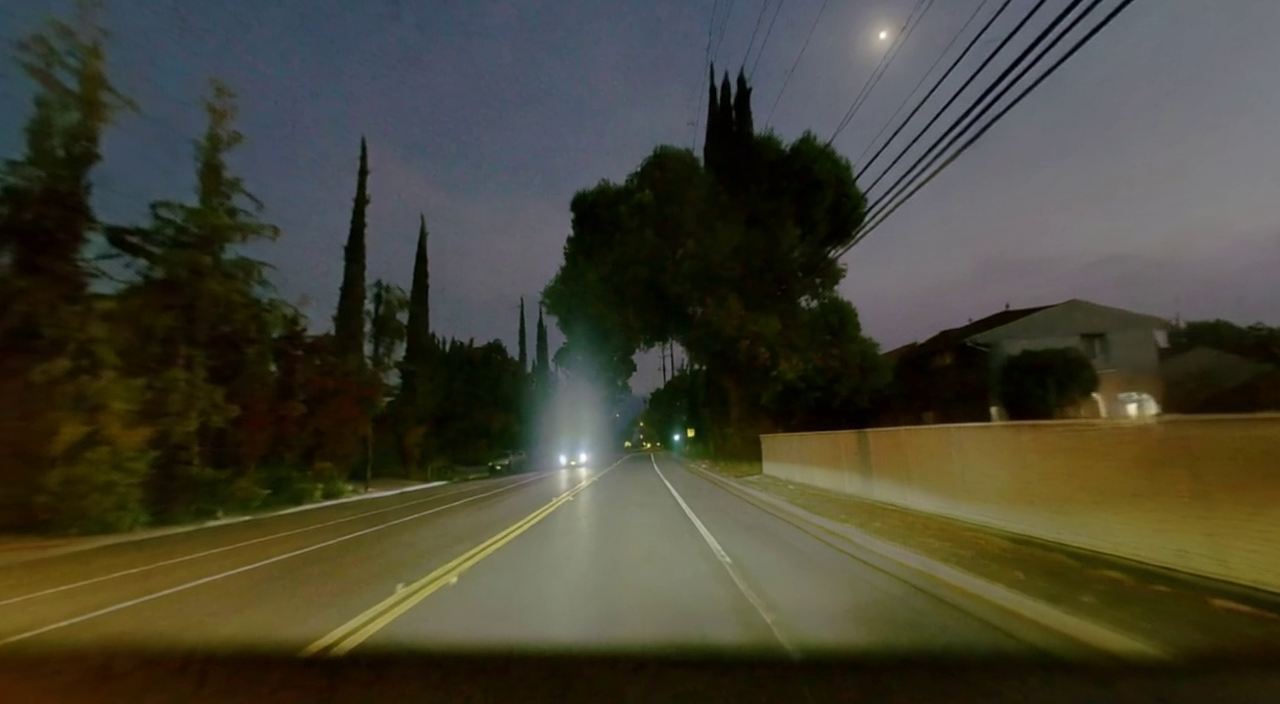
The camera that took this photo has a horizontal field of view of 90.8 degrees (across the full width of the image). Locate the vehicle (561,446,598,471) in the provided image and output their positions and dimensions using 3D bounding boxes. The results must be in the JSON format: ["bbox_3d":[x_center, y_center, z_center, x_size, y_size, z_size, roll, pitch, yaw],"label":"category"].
[{"bbox_3d":[-3.827,6.785,40.588,1.889,1.503,4.232,0,-8,1],"label":"vehicle"}]

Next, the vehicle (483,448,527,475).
[{"bbox_3d":[-9.791,7.983,46.292,2.269,1.861,4.422,0,-8,0],"label":"vehicle"}]
